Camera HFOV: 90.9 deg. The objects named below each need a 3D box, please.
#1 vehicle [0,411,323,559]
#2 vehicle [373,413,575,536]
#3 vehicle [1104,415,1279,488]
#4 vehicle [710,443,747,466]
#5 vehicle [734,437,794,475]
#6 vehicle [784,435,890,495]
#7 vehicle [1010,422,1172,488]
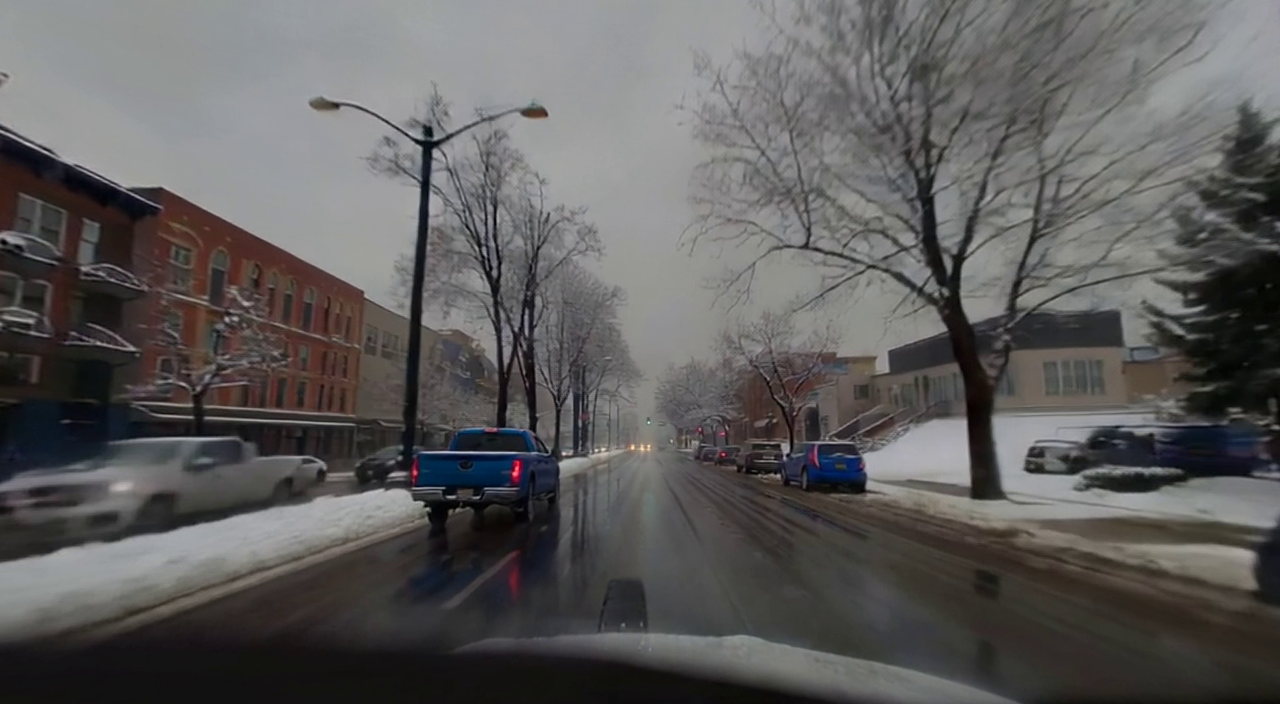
[{"bbox_3d":[-7.299,2.008,10.184,2.063,1.843,4.349,0,-9,0],"label":"vehicle"},{"bbox_3d":[-2.726,2.218,12.029,2.197,1.786,5.365,-1,-9,2],"label":"vehicle"},{"bbox_3d":[15.714,2.800,17.818,1.917,1.791,4.163,0,-9,-1],"label":"vehicle"},{"bbox_3d":[6.270,7.295,45.056,1.988,1.514,3.962,0,-9,-2],"label":"vehicle"},{"bbox_3d":[6.152,5.224,31.755,2.018,1.743,4.529,0,-9,-1],"label":"vehicle"},{"bbox_3d":[6.140,3.561,20.277,1.928,1.679,4.716,0,-9,1],"label":"vehicle"},{"bbox_3d":[12.940,2.989,18.460,1.864,1.705,3.878,0,-9,1],"label":"vehicle"}]
